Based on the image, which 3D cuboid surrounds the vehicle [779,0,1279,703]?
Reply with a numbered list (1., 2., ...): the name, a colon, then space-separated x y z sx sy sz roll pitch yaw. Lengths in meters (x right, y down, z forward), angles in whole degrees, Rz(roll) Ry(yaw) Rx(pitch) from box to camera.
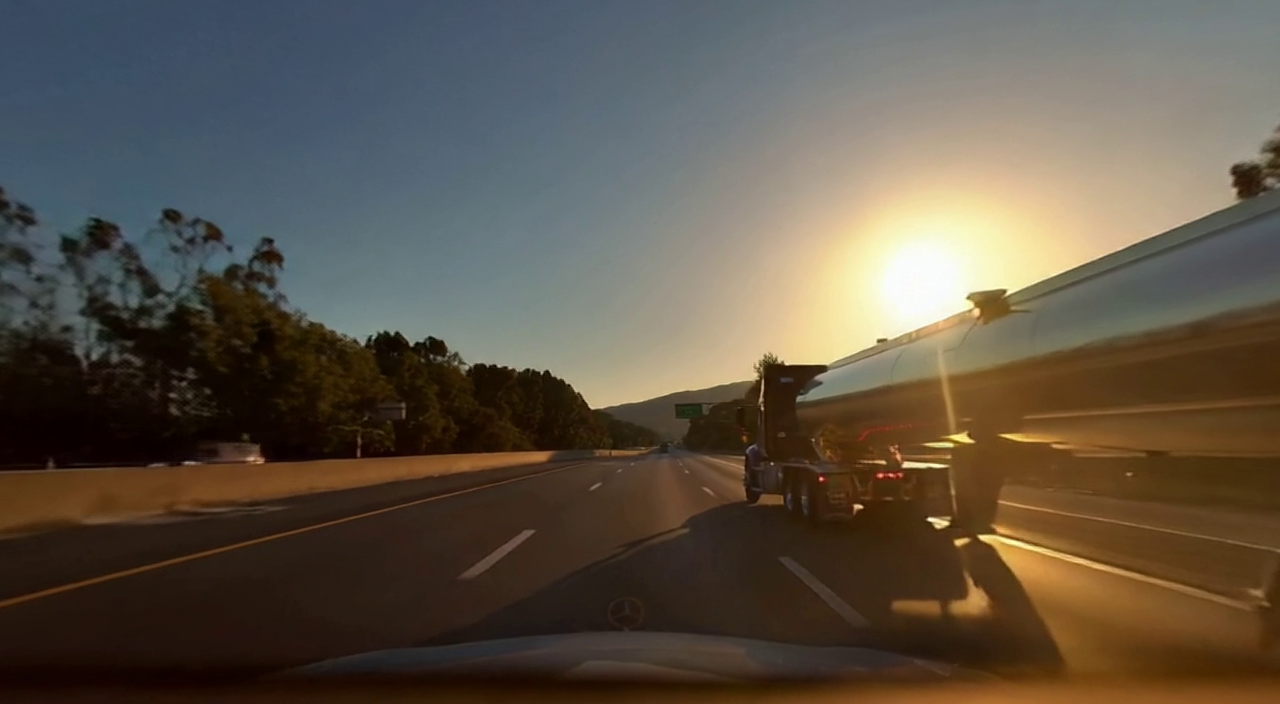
1. vehicle: 4.114 0.444 5.024 2.880 3.624 14.397 0 -8 1
